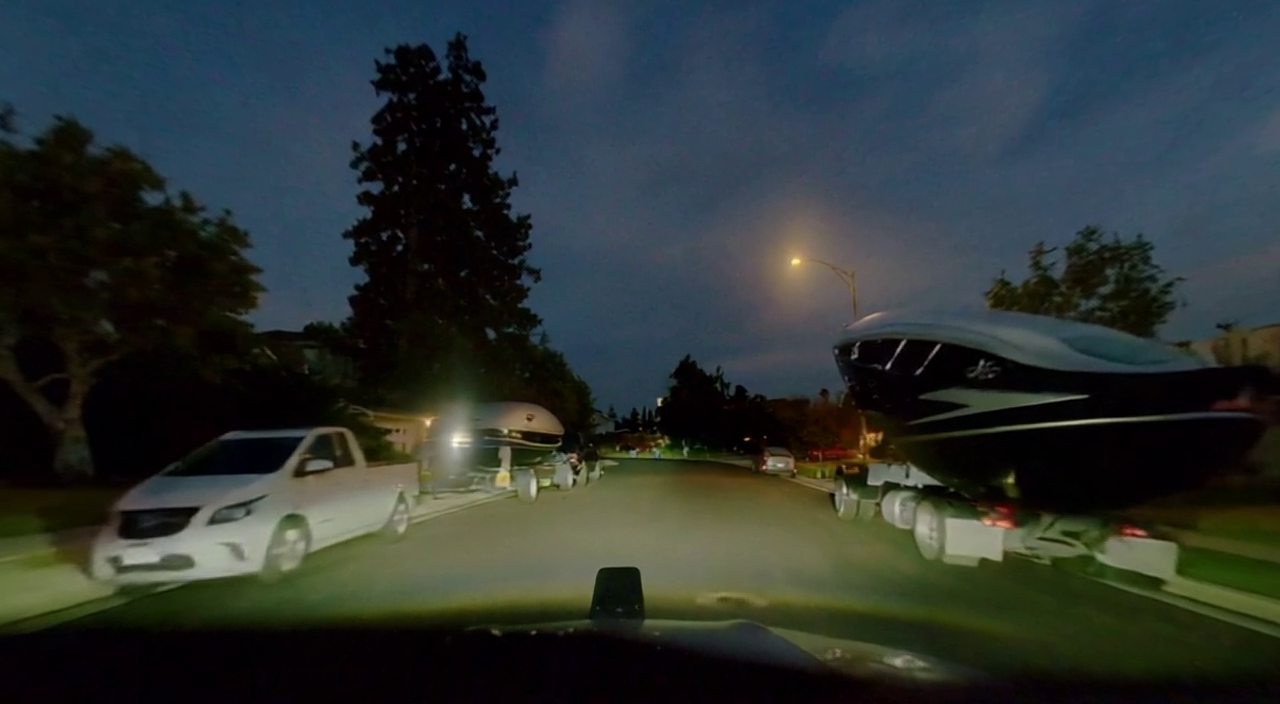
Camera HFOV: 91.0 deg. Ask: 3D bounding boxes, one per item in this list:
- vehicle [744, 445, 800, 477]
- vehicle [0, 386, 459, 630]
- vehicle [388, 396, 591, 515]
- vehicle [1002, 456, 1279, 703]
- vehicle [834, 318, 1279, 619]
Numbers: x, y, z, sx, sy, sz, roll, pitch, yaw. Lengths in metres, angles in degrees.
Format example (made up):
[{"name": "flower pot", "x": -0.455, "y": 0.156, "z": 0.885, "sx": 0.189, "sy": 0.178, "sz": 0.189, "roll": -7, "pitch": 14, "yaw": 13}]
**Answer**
[{"name": "vehicle", "x": 6.574, "y": 5.468, "z": 31.917, "sx": 1.998, "sy": 1.489, "sz": 4.722, "roll": 0, "pitch": -9, "yaw": 2}, {"name": "vehicle", "x": -3.844, "y": 1.477, "z": 6.998, "sx": 2.052, "sy": 1.745, "sz": 4.737, "roll": -1, "pitch": -9, "yaw": 3}, {"name": "vehicle", "x": -3.157, "y": 2.452, "z": 15.247, "sx": 2.632, "sy": 2.249, "sz": 6.179, "roll": -1, "pitch": -9, "yaw": 8}, {"name": "vehicle", "x": 4.227, "y": 1.124, "z": 1.830, "sx": 2.804, "sy": 1.336, "sz": 6.700, "roll": 1, "pitch": -7, "yaw": 4}, {"name": "vehicle", "x": 4.673, "y": 1.395, "z": 8.274, "sx": 2.697, "sy": 2.558, "sz": 5.635, "roll": -1, "pitch": -9, "yaw": 3}]
